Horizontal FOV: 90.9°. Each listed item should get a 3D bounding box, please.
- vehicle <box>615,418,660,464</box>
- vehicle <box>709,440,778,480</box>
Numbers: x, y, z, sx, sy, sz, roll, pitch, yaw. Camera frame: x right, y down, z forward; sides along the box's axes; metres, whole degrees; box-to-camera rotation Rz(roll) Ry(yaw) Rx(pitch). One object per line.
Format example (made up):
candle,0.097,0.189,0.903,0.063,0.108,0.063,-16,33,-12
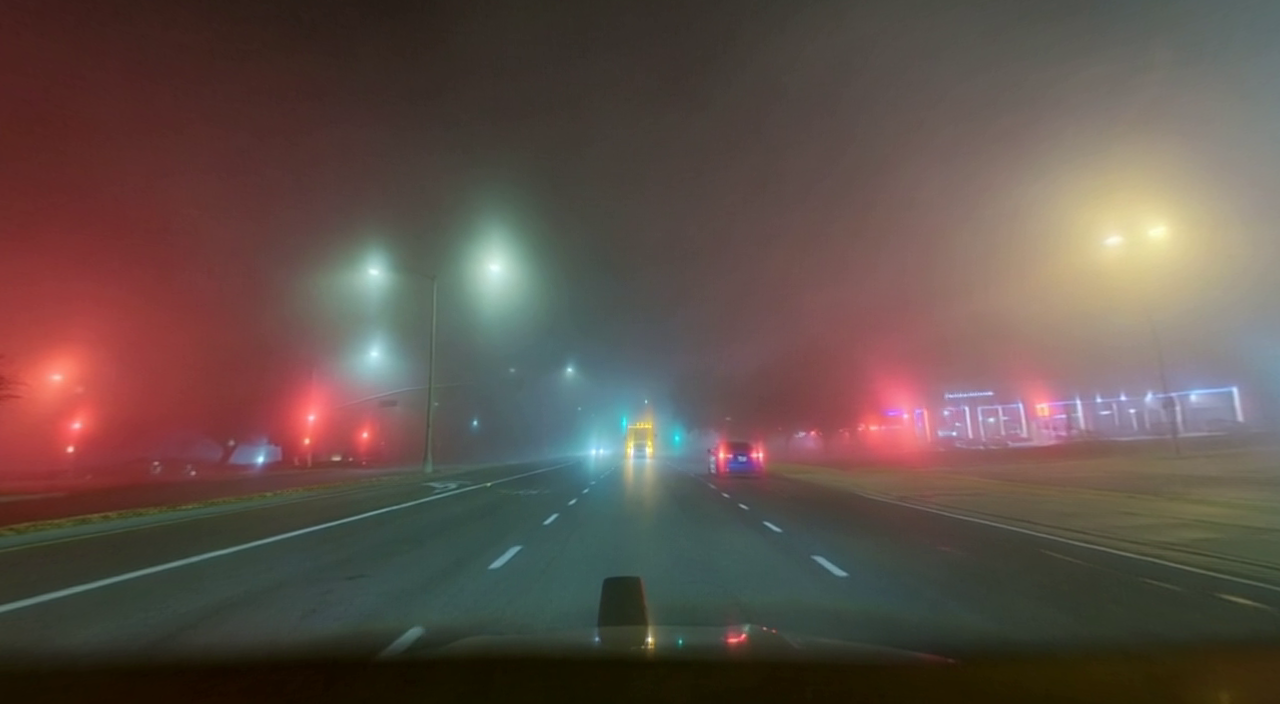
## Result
vehicle,-0.134,6.143,43.401,2.833,2.879,6.572,0,-8,0
vehicle,4.122,4.385,25.933,2.005,1.442,4.675,0,-8,-1
